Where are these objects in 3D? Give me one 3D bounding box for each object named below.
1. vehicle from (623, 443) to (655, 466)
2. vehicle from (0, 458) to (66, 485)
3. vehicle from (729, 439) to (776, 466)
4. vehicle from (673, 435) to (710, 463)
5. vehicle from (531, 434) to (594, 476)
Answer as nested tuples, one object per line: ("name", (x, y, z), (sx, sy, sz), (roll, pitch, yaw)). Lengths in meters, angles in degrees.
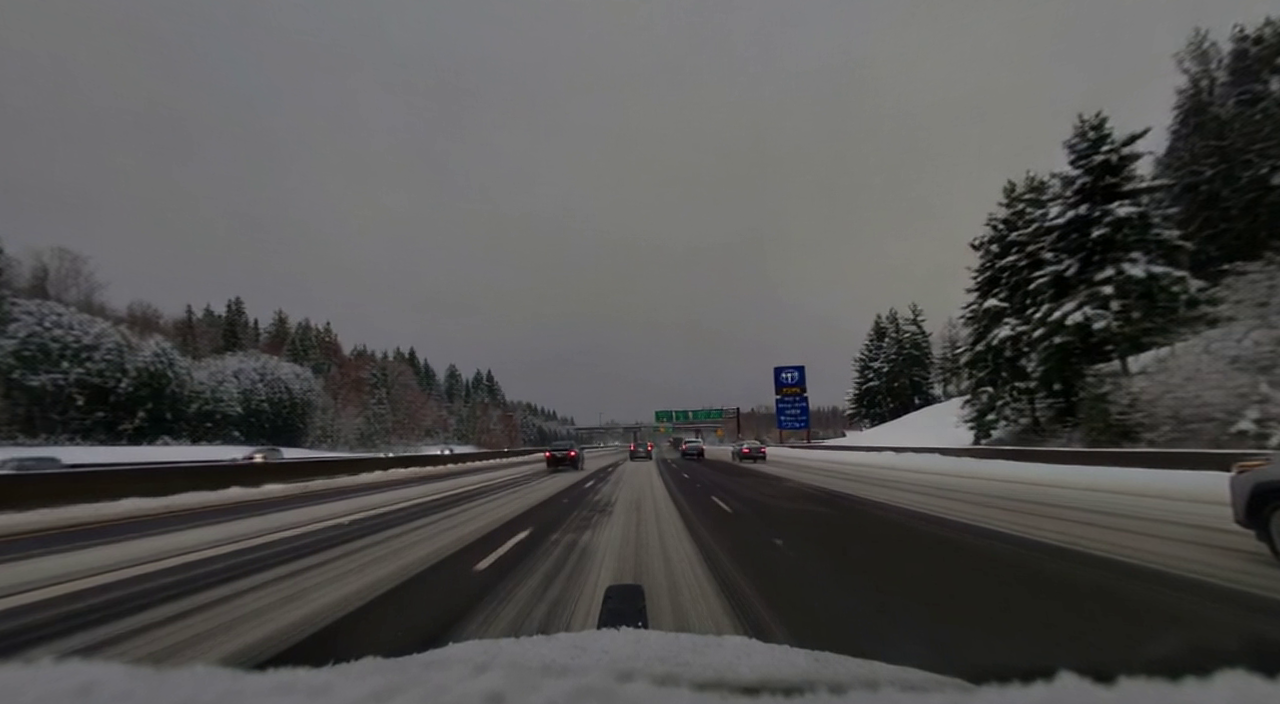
("vehicle", (-0.045, 6.790, 41.966), (2.050, 1.452, 3.917), (0, -8, 1))
("vehicle", (-36.980, 7.045, 37.327), (1.826, 1.459, 4.329), (0, -8, 1))
("vehicle", (7.380, 6.622, 41.860), (2.196, 1.659, 4.451), (0, -8, -1))
("vehicle", (3.849, 7.433, 48.295), (2.348, 1.991, 5.460), (0, -8, 0))
("vehicle", (-3.435, 4.669, 28.832), (2.118, 1.750, 4.875), (-1, -8, 2))
